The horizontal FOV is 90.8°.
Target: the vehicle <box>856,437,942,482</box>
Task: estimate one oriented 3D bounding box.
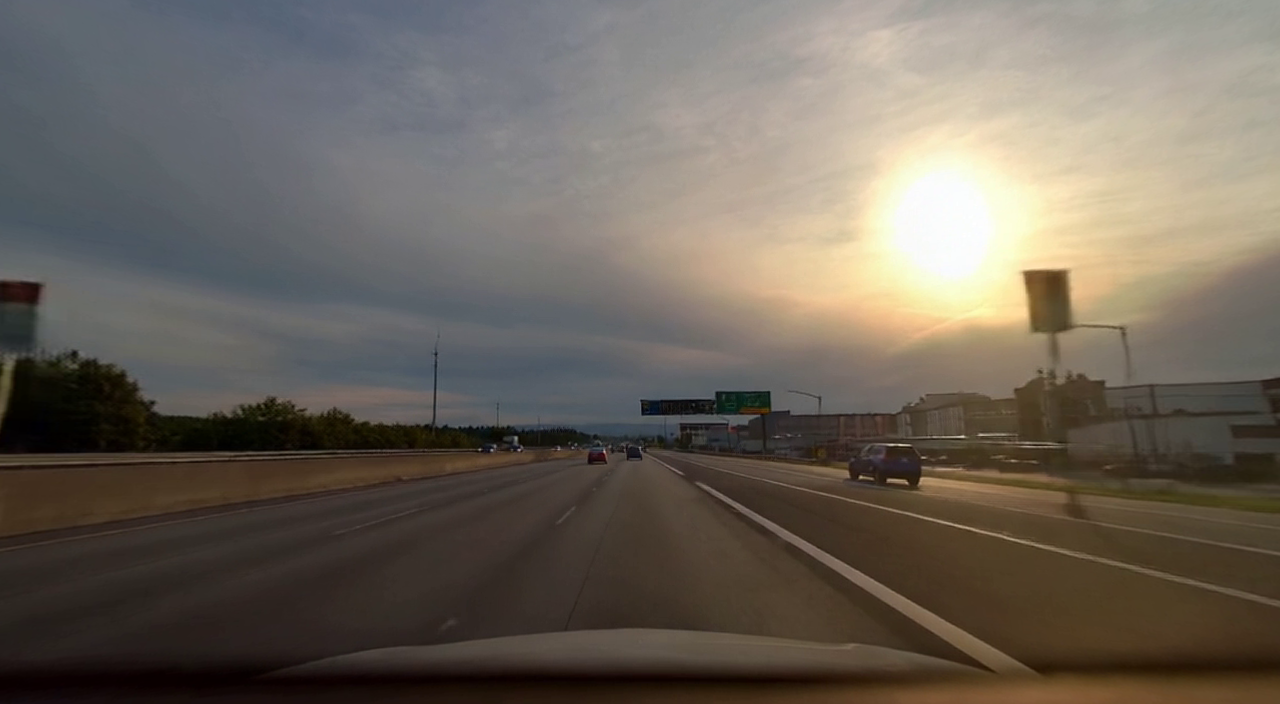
[{"bbox_3d":[14.627,6.105,36.108,2.411,2.326,5.300,0,-9,-3],"label":"vehicle"}]
